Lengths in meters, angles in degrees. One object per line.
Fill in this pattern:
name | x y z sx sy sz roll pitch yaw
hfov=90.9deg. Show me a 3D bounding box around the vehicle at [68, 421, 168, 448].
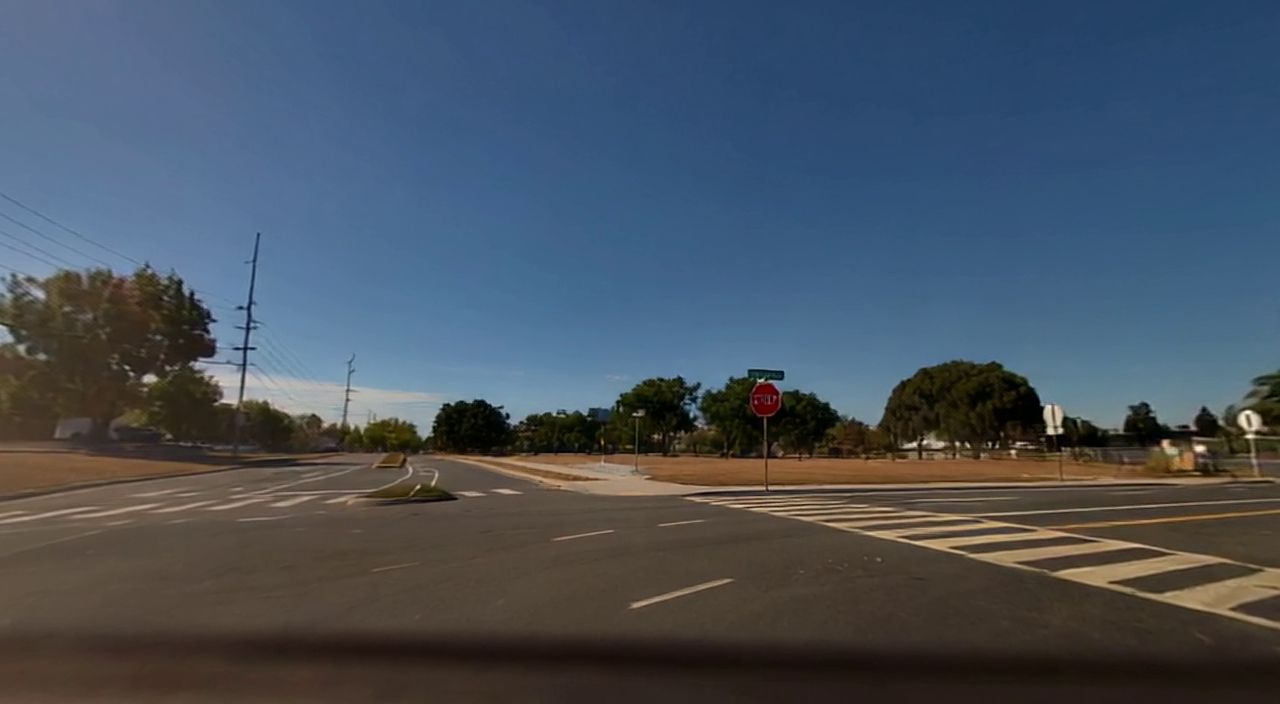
vehicle | -40.971 6.556 49.672 2.220 2.051 5.476 -4 -9 27
